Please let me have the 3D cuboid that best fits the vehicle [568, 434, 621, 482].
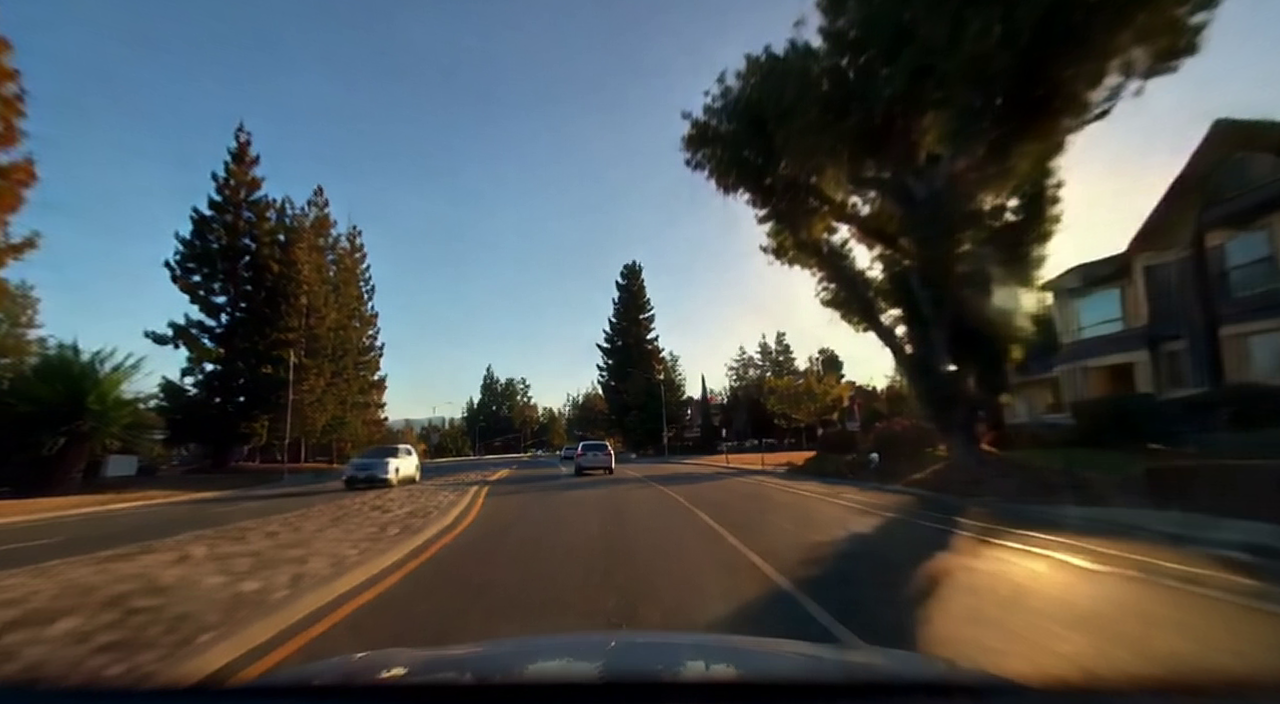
[{"bbox_3d":[-2.159,4.822,28.835,2.072,2.002,4.391,1,-9,-9],"label":"vehicle"}]
